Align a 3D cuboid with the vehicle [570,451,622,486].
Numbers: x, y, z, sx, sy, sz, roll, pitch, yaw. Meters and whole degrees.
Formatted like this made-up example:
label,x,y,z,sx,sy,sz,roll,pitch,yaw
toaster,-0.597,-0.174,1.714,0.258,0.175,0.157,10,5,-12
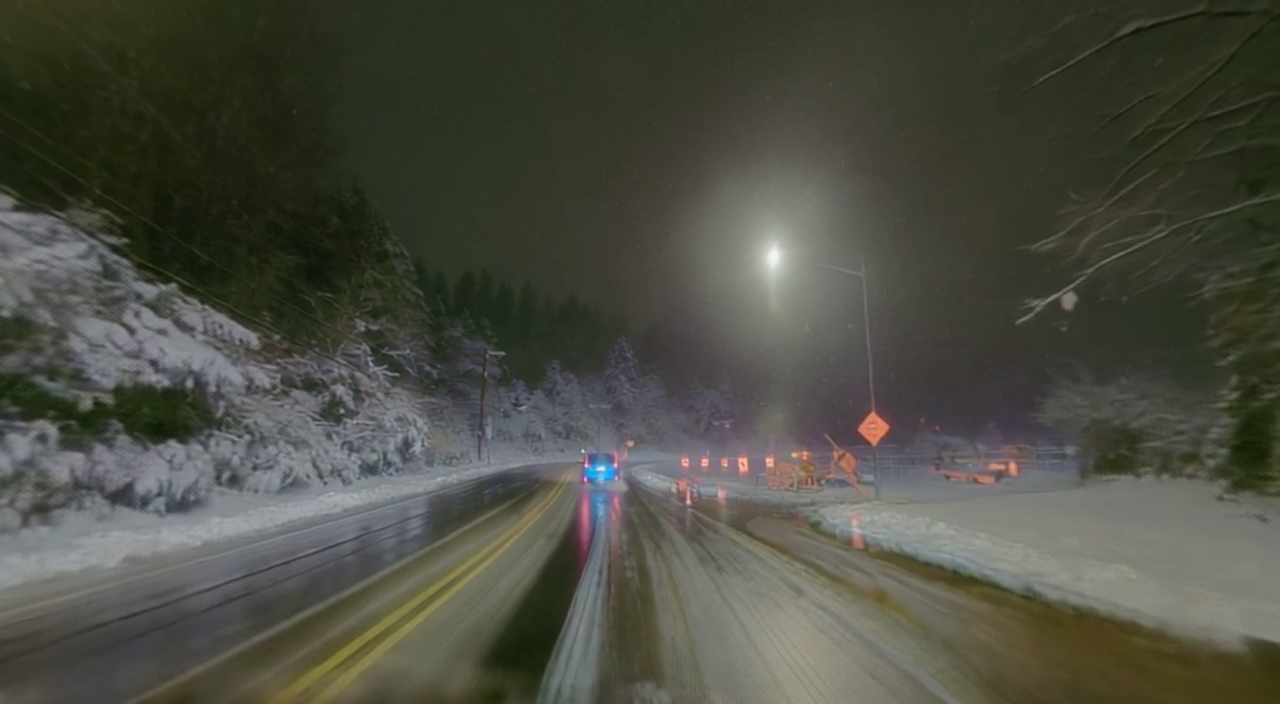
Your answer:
label,x,y,z,sx,sy,sz,roll,pitch,yaw
vehicle,-2.127,5.391,29.537,2.259,1.503,4.075,1,-9,-6
